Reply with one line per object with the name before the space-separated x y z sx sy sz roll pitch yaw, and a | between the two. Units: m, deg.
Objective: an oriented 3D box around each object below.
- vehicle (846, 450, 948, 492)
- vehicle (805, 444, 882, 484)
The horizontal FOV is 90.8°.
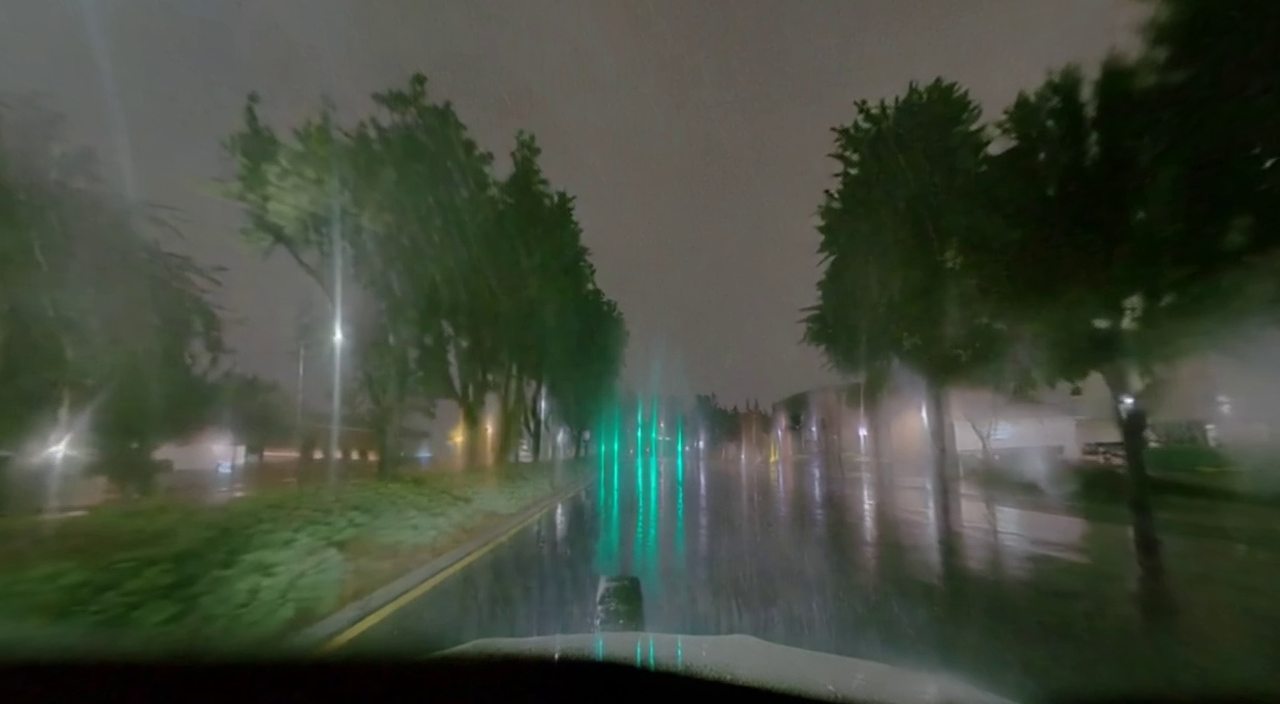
vehicle | 9.918 4.617 24.833 1.885 1.461 4.751 0 -9 -2
vehicle | 9.769 5.395 30.723 2.159 1.767 4.617 0 -9 0
